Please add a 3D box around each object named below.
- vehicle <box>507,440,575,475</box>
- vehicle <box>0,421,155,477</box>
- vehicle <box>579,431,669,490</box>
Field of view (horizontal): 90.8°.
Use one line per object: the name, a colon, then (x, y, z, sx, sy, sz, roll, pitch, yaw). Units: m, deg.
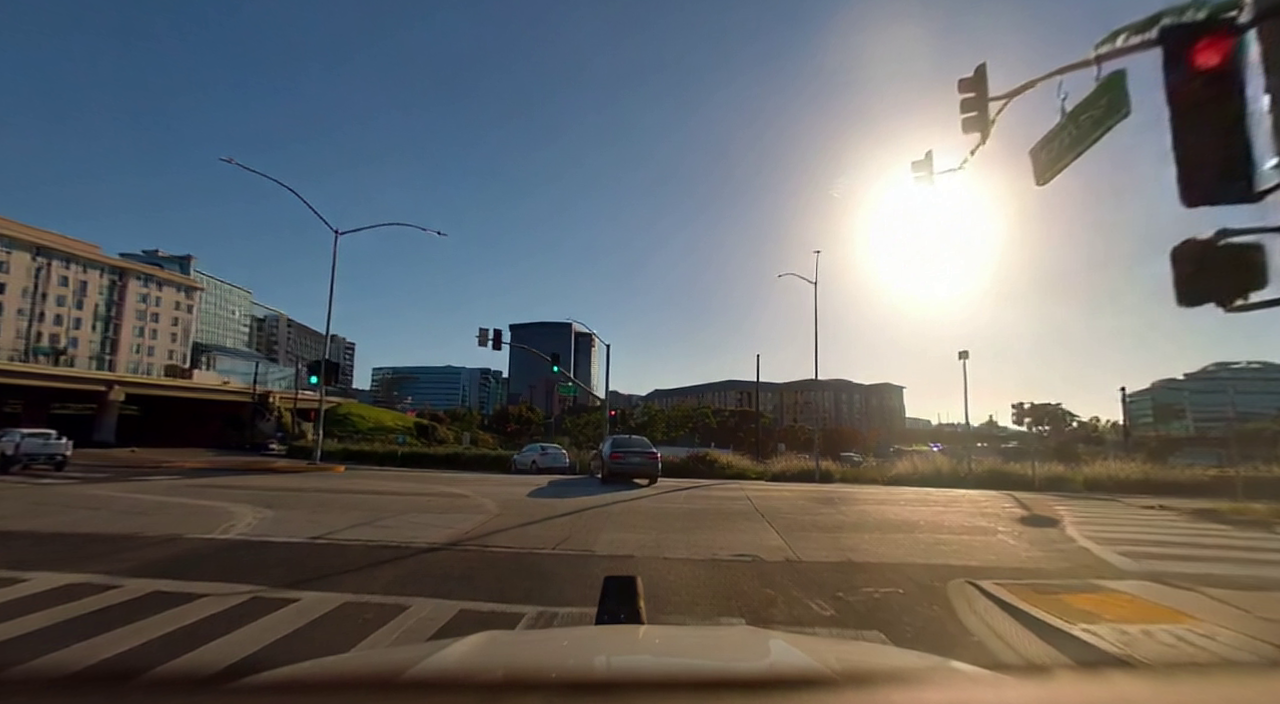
vehicle: (-4.987, 5.221, 31.529, 2.007, 1.605, 3.852, 5, -9, -31)
vehicle: (-18.437, 3.060, 20.144, 5.413, 1.572, 2.325, -4, -9, 24)
vehicle: (-0.596, 3.137, 18.611, 2.048, 1.516, 3.874, 1, -8, -11)
